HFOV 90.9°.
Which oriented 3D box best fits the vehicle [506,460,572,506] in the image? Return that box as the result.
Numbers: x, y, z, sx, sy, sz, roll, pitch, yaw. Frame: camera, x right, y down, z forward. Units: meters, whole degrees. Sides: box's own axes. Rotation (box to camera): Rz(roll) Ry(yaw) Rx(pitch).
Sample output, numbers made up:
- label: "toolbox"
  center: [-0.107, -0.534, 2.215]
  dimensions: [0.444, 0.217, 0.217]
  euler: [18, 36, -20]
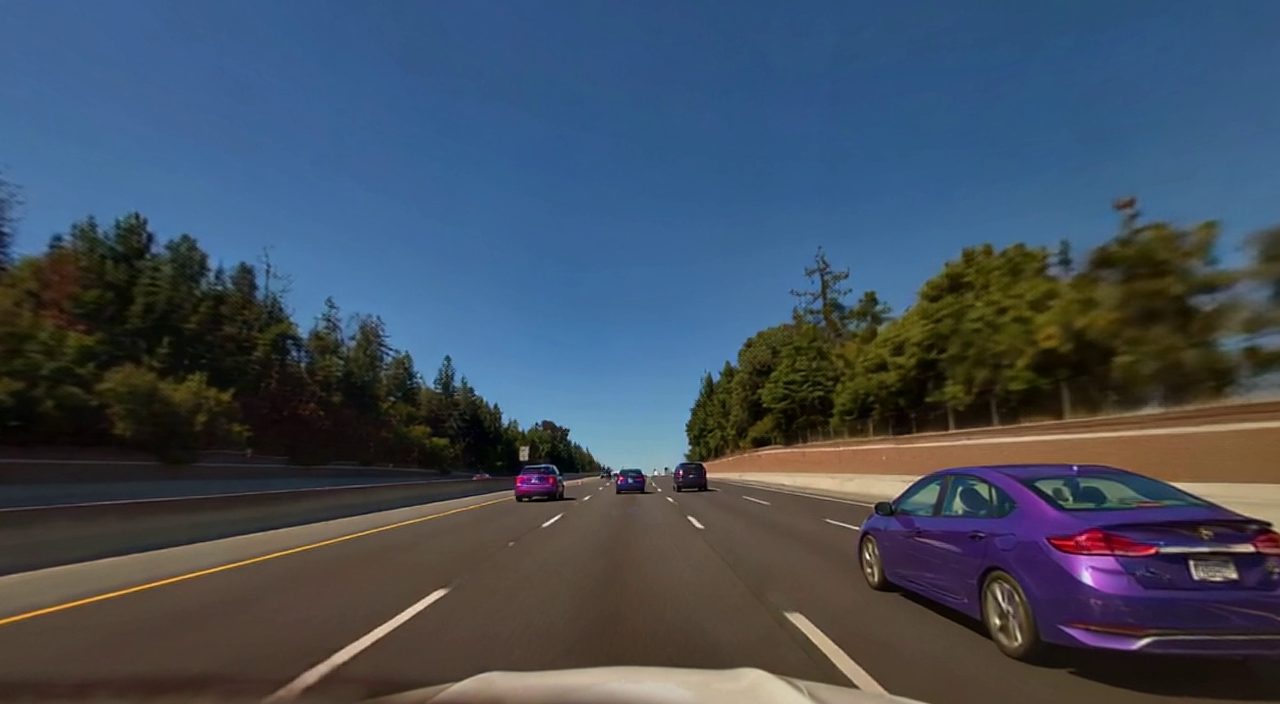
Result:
- label: "vehicle"
  center: [-4.118, 5.447, 26.398]
  dimensions: [2.021, 1.706, 4.247]
  euler: [1, -10, 0]

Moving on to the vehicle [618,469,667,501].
- label: "vehicle"
  center: [0.120, 6.473, 30.941]
  dimensions: [2.241, 1.425, 3.973]
  euler: [1, -10, 0]

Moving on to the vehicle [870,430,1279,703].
- label: "vehicle"
  center: [3.594, 1.545, 5.142]
  dimensions: [1.938, 1.561, 3.786]
  euler: [1, -10, -1]

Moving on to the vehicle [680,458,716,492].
- label: "vehicle"
  center: [3.917, 8.356, 42.880]
  dimensions: [2.030, 2.172, 3.621]
  euler: [1, -10, -1]
